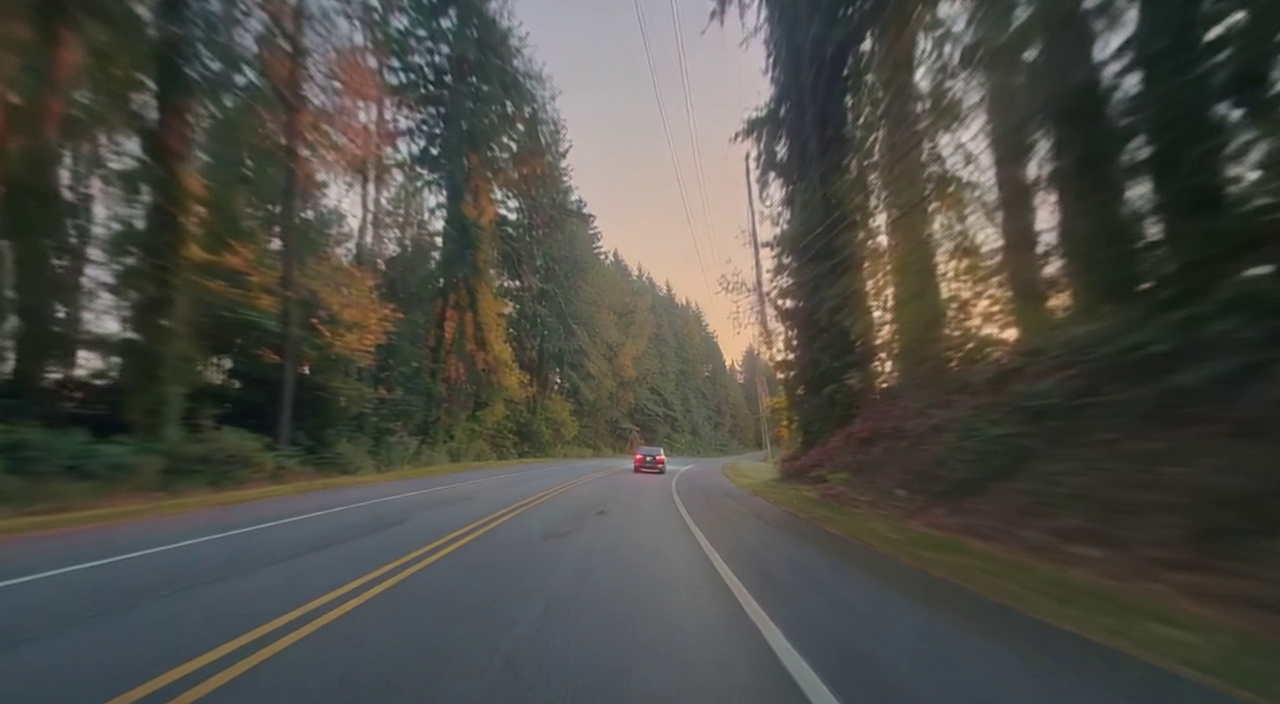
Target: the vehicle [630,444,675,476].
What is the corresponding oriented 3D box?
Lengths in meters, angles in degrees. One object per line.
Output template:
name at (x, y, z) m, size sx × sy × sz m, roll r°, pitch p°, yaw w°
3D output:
vehicle at (0.727, 5.632, 33.201) m, size 2.059 × 1.524 × 3.963 m, roll 0°, pitch -9°, yaw 5°
